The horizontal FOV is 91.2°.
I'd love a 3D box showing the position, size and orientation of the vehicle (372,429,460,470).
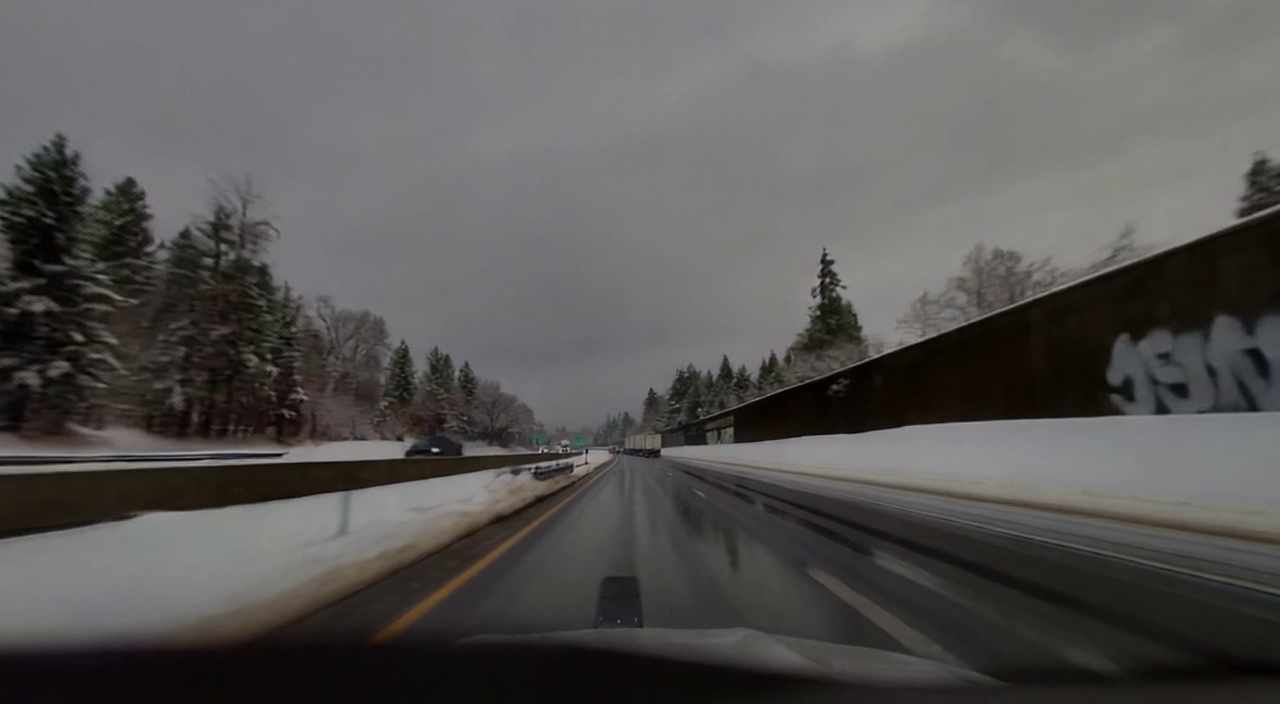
[{"bbox_3d":[-9.150,4.045,26.031,1.965,1.544,4.610,0,-9,0],"label":"vehicle"}]
